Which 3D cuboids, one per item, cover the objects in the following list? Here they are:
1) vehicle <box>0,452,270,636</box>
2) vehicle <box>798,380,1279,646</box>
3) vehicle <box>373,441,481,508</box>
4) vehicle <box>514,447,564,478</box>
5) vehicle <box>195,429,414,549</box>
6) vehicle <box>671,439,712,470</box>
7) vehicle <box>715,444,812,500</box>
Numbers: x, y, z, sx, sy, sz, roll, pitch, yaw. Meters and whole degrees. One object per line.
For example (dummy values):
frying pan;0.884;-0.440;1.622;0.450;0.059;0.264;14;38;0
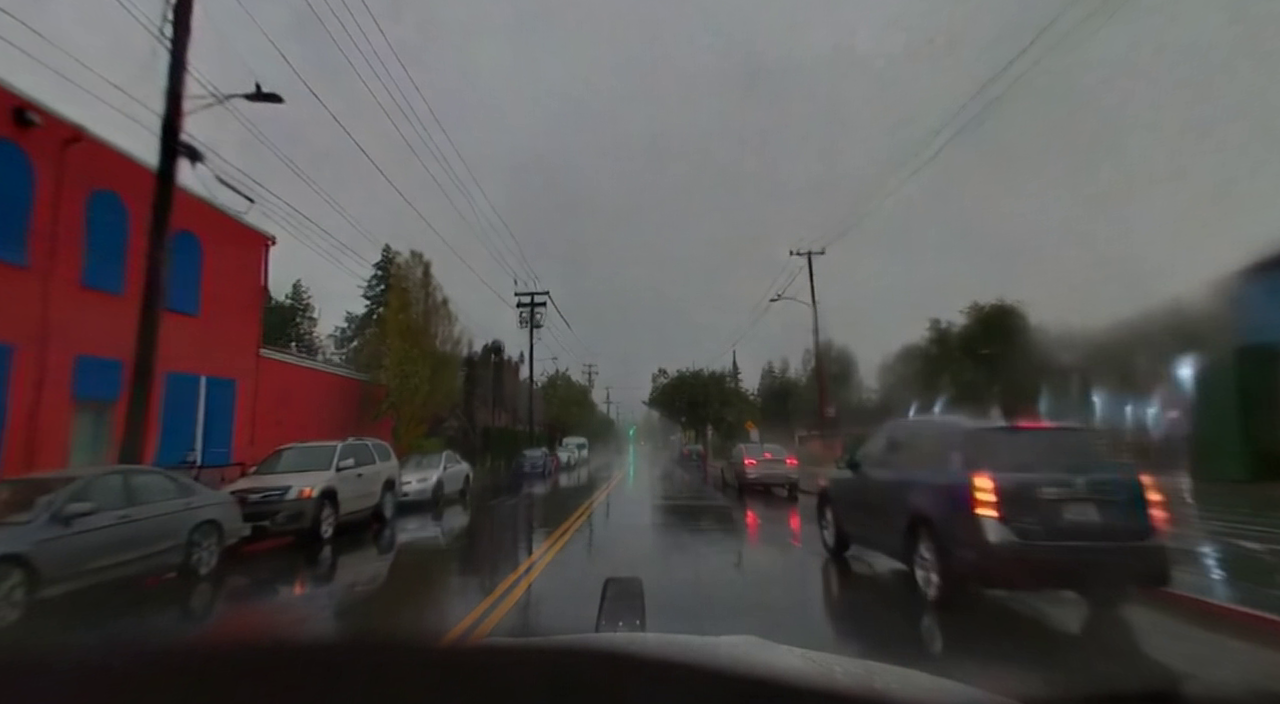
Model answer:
vehicle;-6.253;1.878;6.798;1.844;1.486;4.474;-2;-9;0
vehicle;3.426;1.457;6.765;2.182;1.824;4.622;0;-9;-1
vehicle;-6.232;3.612;18.977;1.906;1.623;4.057;-4;-9;-2
vehicle;-5.802;6.395;36.888;1.910;1.488;3.999;-2;-6;6
vehicle;-6.210;2.542;12.468;1.983;1.809;4.503;-2;-8;-2
vehicle;3.408;6.882;42.714;2.313;1.937;5.092;0;-9;0
vehicle;3.578;3.548;19.208;1.942;1.476;4.739;0;-9;-1
